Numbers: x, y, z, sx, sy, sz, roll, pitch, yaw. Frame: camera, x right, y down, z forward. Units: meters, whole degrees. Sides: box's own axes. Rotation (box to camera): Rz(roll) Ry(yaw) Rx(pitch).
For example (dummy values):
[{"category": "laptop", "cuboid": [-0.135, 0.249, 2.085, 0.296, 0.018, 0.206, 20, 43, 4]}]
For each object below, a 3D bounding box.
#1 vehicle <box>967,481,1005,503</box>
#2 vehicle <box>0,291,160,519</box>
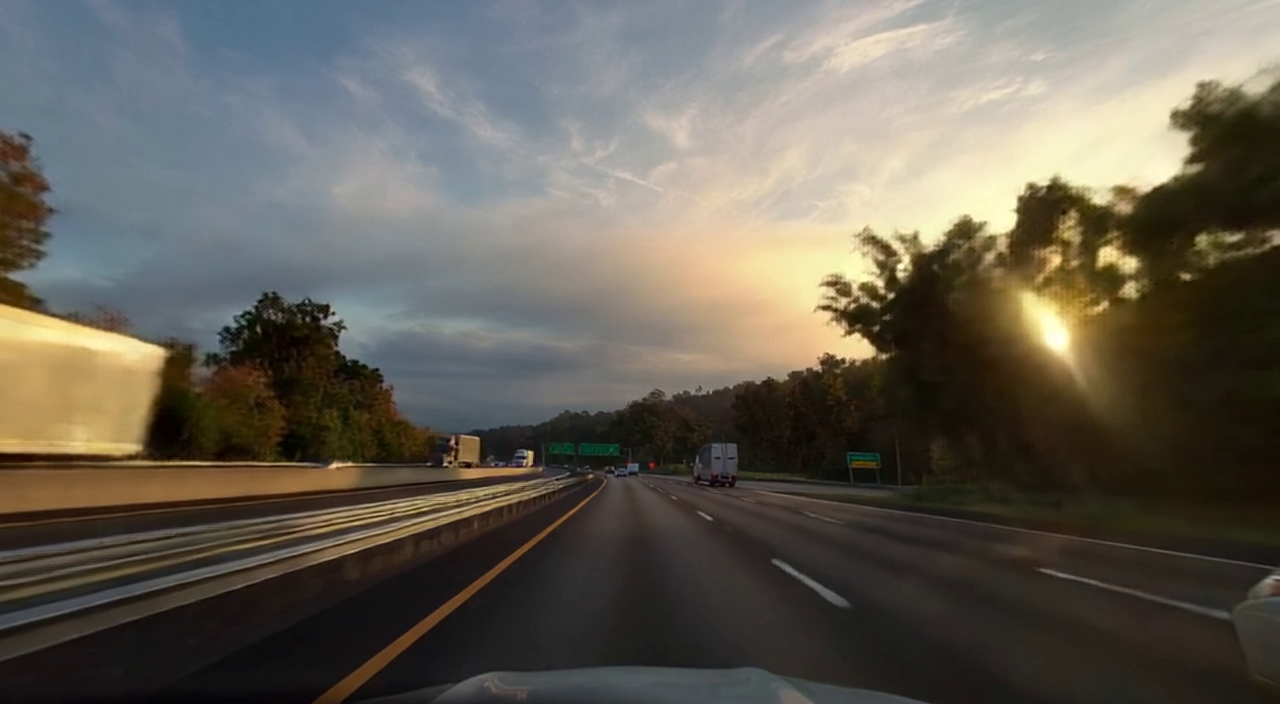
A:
[{"category": "vehicle", "cuboid": [25.953, 10.504, 47.196, 1.701, 1.471, 3.592, -2, -11, 16]}, {"category": "vehicle", "cuboid": [-12.949, 0.351, 8.097, 2.879, 4.072, 13.916, 1, -10, -2]}]
